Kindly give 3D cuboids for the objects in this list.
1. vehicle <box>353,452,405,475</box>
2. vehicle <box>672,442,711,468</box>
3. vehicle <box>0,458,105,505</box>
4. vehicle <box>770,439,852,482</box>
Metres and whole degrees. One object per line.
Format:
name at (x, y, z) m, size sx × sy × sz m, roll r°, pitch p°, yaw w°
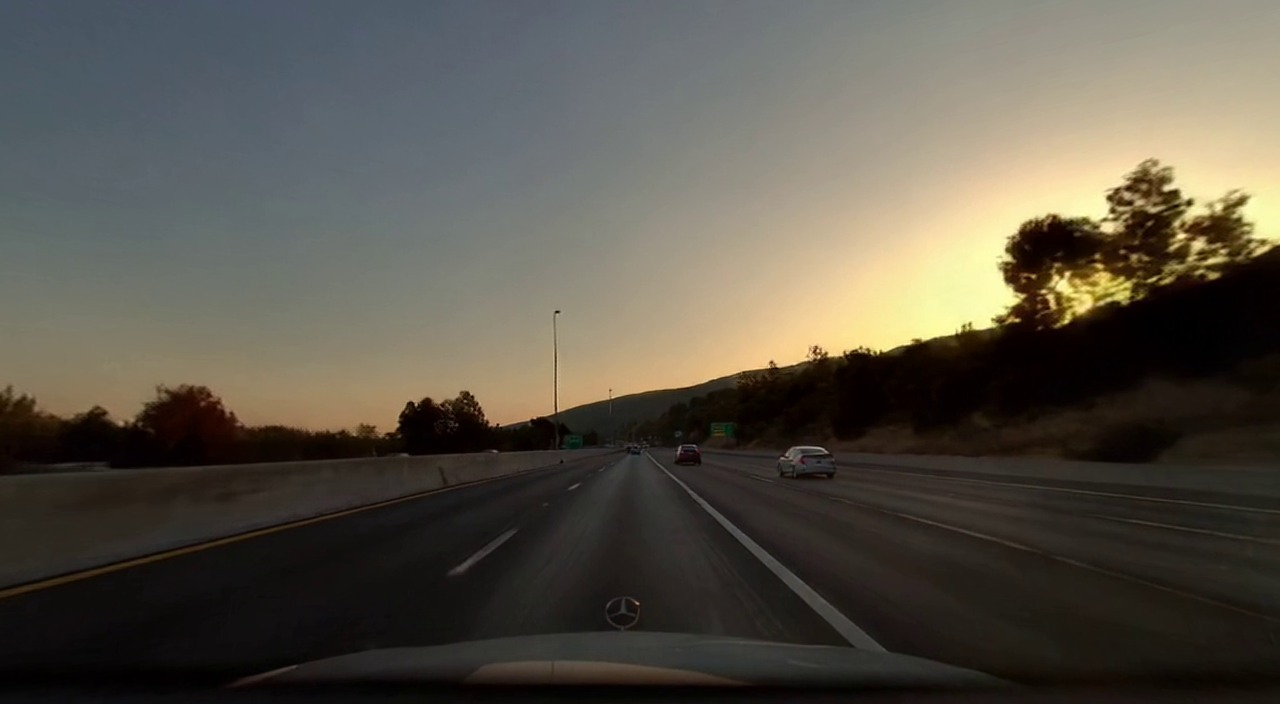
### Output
vehicle at (-14.645, 6.233, 35.576) m, size 1.417 × 1.156 × 3.608 m, roll 0°, pitch -8°, yaw 0°
vehicle at (3.231, 6.531, 40.322) m, size 2.056 × 1.553 × 4.320 m, roll 0°, pitch -9°, yaw -1°
vehicle at (-22.050, 4.595, 22.766) m, size 2.022 × 1.416 × 3.938 m, roll 0°, pitch -8°, yaw 0°
vehicle at (6.623, 4.246, 24.932) m, size 2.038 × 1.528 × 3.910 m, roll 0°, pitch -9°, yaw -2°
